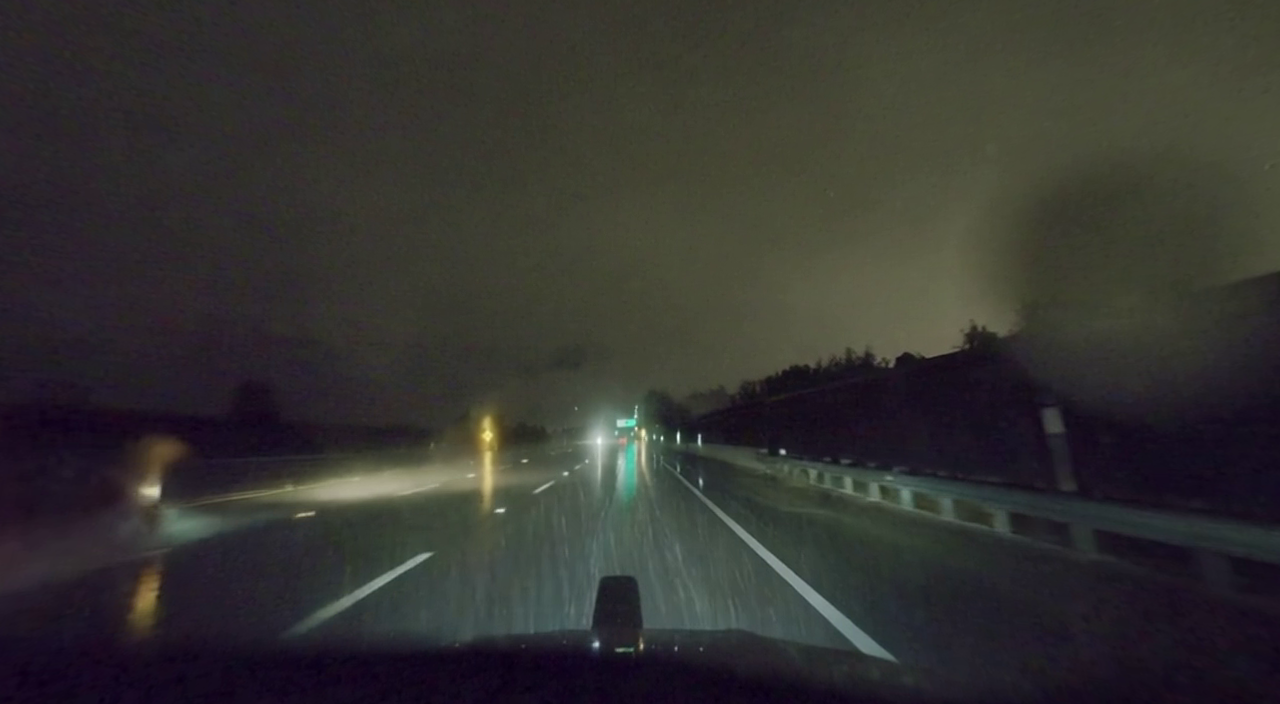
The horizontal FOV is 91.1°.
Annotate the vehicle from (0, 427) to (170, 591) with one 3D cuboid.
[{"bbox_3d":[-6.815,1.407,5.556,1.989,1.473,4.345,0,-8,-1],"label":"vehicle"}]
